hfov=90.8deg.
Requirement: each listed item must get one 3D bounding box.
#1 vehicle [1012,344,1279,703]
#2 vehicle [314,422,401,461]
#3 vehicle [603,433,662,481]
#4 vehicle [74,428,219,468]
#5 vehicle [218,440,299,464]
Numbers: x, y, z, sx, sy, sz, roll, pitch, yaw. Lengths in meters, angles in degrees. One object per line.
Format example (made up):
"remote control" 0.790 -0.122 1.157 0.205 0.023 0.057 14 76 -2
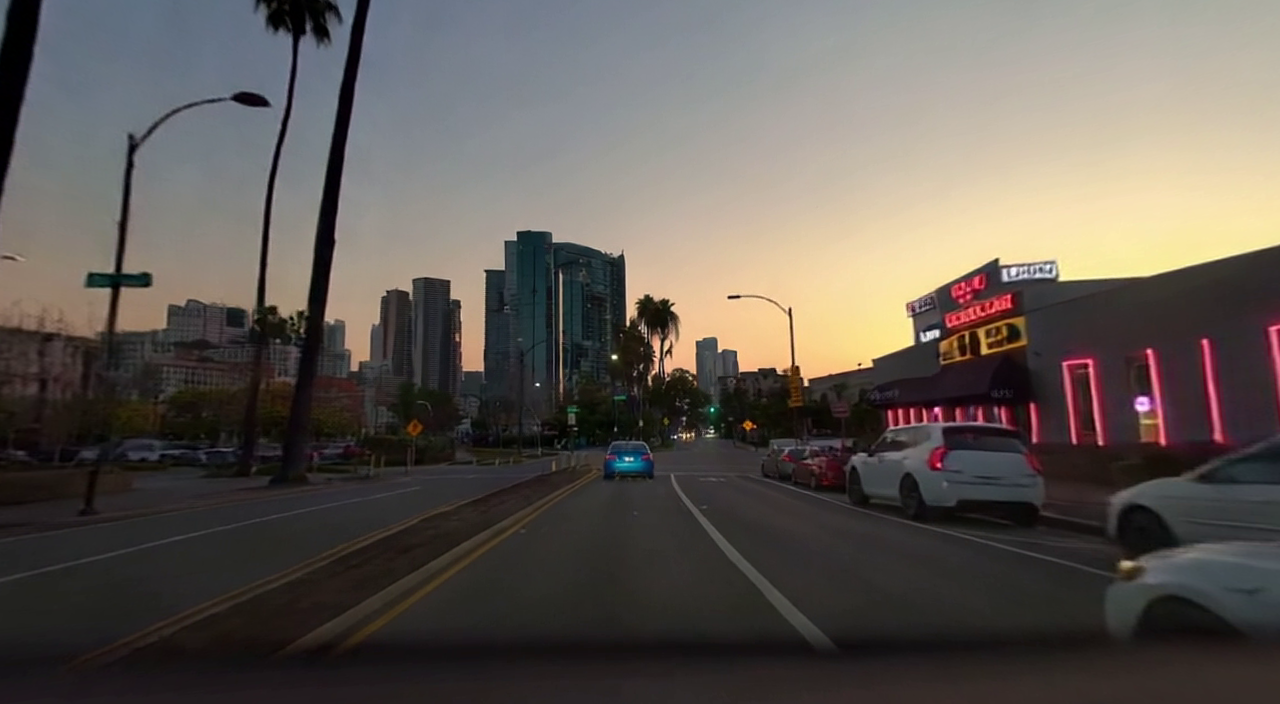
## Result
"vehicle" 3.093 0.690 1.297 1.983 1.654 4.354 0 -8 0
"vehicle" -20.913 6.673 47.041 2.198 2.684 5.751 -4 -9 25
"vehicle" -0.302 4.013 24.377 2.063 1.664 4.471 0 -8 -1
"vehicle" -32.639 6.365 42.173 2.562 2.387 6.989 -4 -9 29
"vehicle" -29.145 7.625 48.397 1.863 1.733 4.974 -5 -9 26
